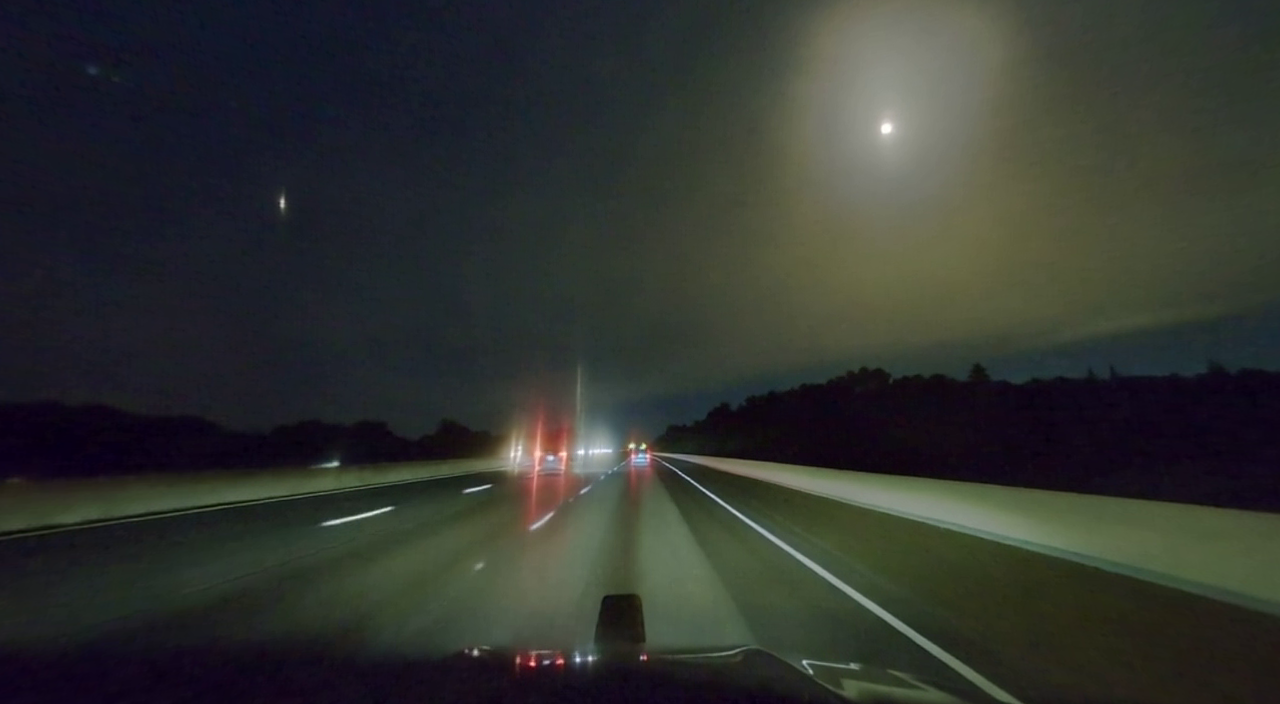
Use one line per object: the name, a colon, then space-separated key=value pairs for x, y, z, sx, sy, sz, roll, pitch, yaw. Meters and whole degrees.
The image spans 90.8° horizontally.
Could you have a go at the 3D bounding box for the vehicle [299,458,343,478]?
vehicle: x=-24.600 y=8.968 z=48.783 sx=1.615 sy=1.391 sz=3.636 roll=0 pitch=-9 yaw=-3

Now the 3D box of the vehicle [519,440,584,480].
vehicle: x=-4.124 y=5.137 z=30.300 sx=2.272 sy=1.759 sz=5.058 roll=0 pitch=-9 yaw=1
